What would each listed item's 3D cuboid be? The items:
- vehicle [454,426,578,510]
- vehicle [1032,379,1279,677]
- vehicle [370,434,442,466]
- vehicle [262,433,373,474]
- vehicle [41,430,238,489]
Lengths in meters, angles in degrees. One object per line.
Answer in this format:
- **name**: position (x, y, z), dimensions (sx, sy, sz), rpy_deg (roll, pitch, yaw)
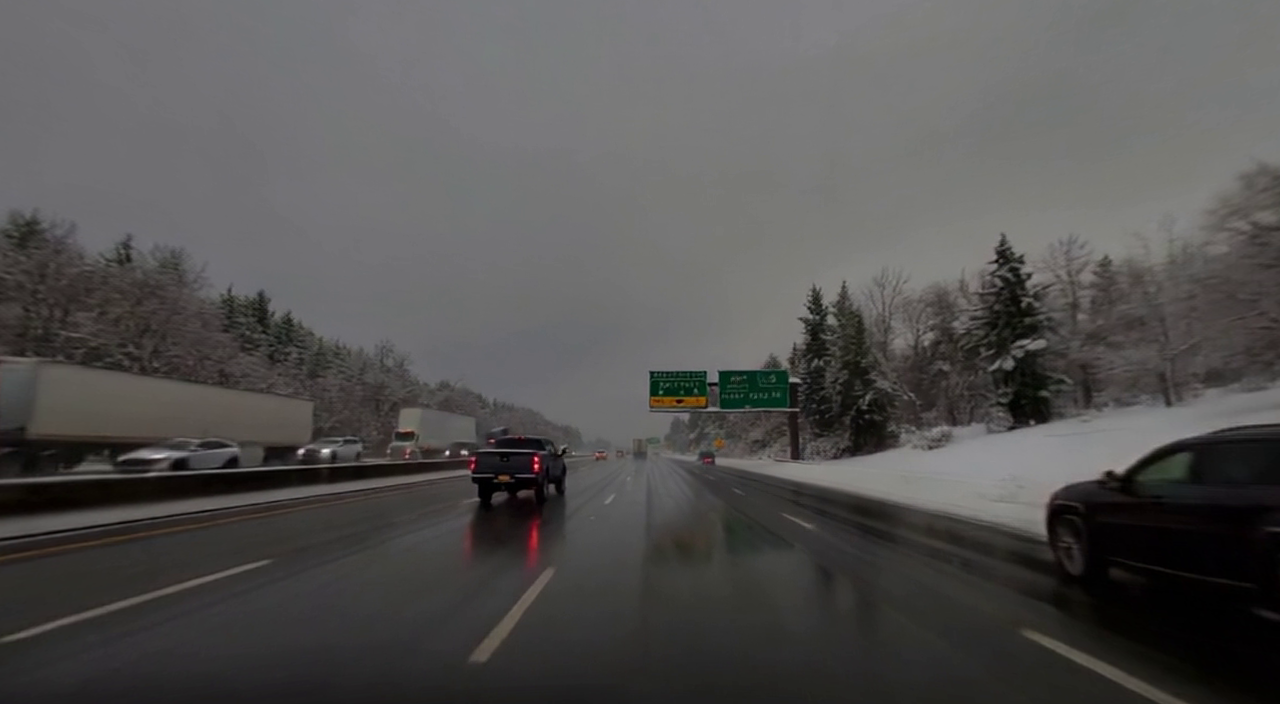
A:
- **vehicle**: position (-3.130, 3.102, 17.295), dimensions (2.220, 1.928, 5.176), rpy_deg (0, -9, 1)
- **vehicle**: position (4.797, 1.048, 3.789), dimensions (2.080, 1.725, 4.252), rpy_deg (0, -9, 0)
- **vehicle**: position (-12.621, 5.390, 34.350), dimensions (1.971, 1.478, 4.726), rpy_deg (3, -11, 2)
- **vehicle**: position (-12.797, 4.136, 25.392), dimensions (1.978, 1.433, 4.435), rpy_deg (2, -10, 2)
- **vehicle**: position (-13.584, 2.954, 17.534), dimensions (1.951, 1.428, 4.206), rpy_deg (0, -9, 1)
